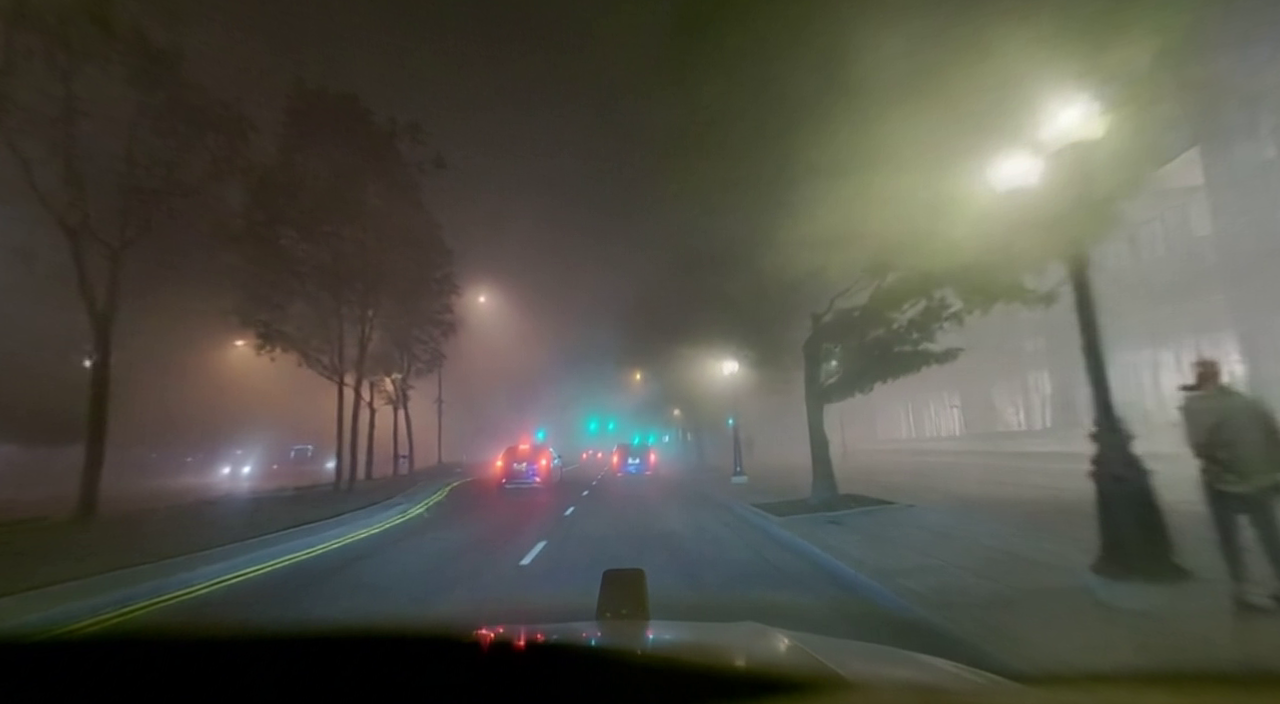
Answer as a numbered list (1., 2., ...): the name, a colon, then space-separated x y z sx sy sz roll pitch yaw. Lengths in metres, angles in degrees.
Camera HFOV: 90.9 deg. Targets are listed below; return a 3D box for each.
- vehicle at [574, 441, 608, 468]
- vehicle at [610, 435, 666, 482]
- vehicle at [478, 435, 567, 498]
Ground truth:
1. vehicle: -3.584 7.576 46.895 2.220 1.847 4.587 0 -8 -1
2. vehicle: -0.103 4.316 25.771 2.120 1.758 3.917 0 -8 -1
3. vehicle: -3.437 3.424 19.233 1.940 1.722 3.823 0 -8 0
